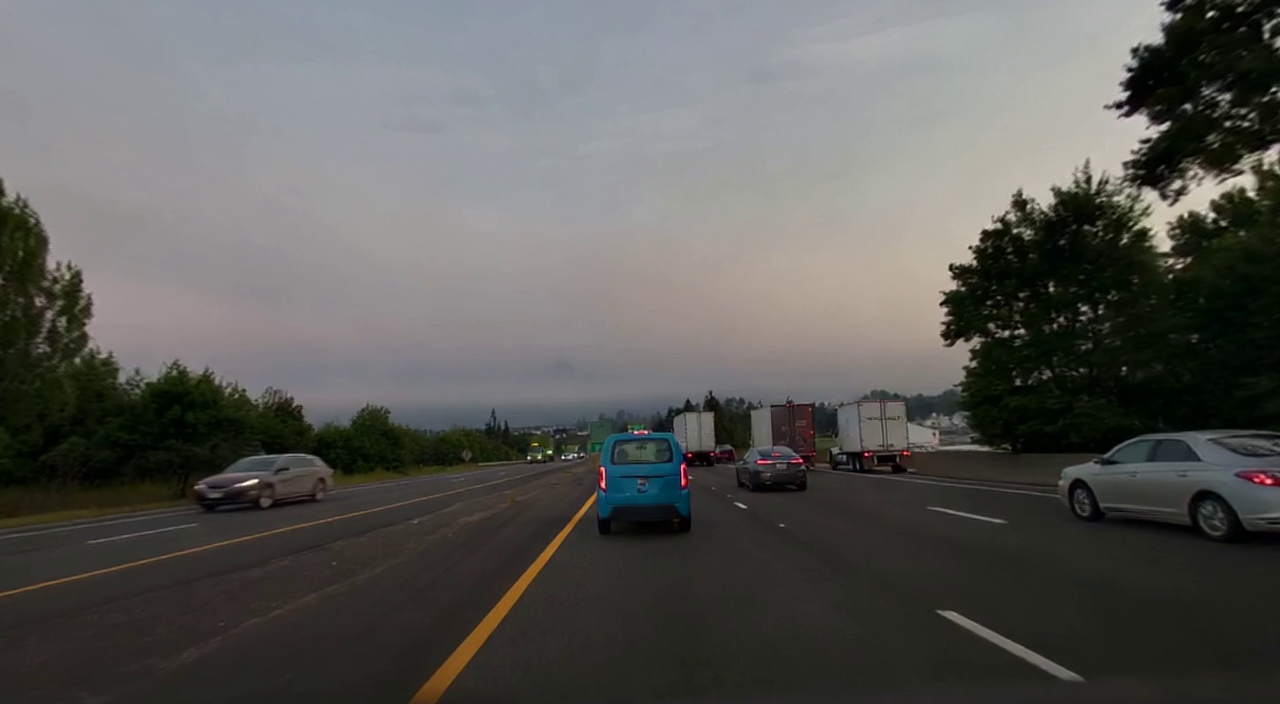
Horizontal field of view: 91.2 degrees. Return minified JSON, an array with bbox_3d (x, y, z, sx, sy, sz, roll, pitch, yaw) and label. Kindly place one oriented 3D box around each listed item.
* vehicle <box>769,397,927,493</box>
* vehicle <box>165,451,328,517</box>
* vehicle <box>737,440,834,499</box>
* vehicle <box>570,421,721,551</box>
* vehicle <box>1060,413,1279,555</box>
[{"bbox_3d":[8.059,3.900,26.314,2.799,3.188,10.578,0,-9,-1],"label":"vehicle"},{"bbox_3d":[-11.898,3.977,19.398,2.218,1.749,4.315,0,-9,0],"label":"vehicle"},{"bbox_3d":[4.132,3.387,18.444,1.859,1.512,3.711,0,-9,-1],"label":"vehicle"},{"bbox_3d":[0.051,2.020,9.977,1.965,1.664,3.428,0,-9,-1],"label":"vehicle"},{"bbox_3d":[8.496,1.790,8.930,1.913,1.652,4.384,0,-9,0],"label":"vehicle"}]
